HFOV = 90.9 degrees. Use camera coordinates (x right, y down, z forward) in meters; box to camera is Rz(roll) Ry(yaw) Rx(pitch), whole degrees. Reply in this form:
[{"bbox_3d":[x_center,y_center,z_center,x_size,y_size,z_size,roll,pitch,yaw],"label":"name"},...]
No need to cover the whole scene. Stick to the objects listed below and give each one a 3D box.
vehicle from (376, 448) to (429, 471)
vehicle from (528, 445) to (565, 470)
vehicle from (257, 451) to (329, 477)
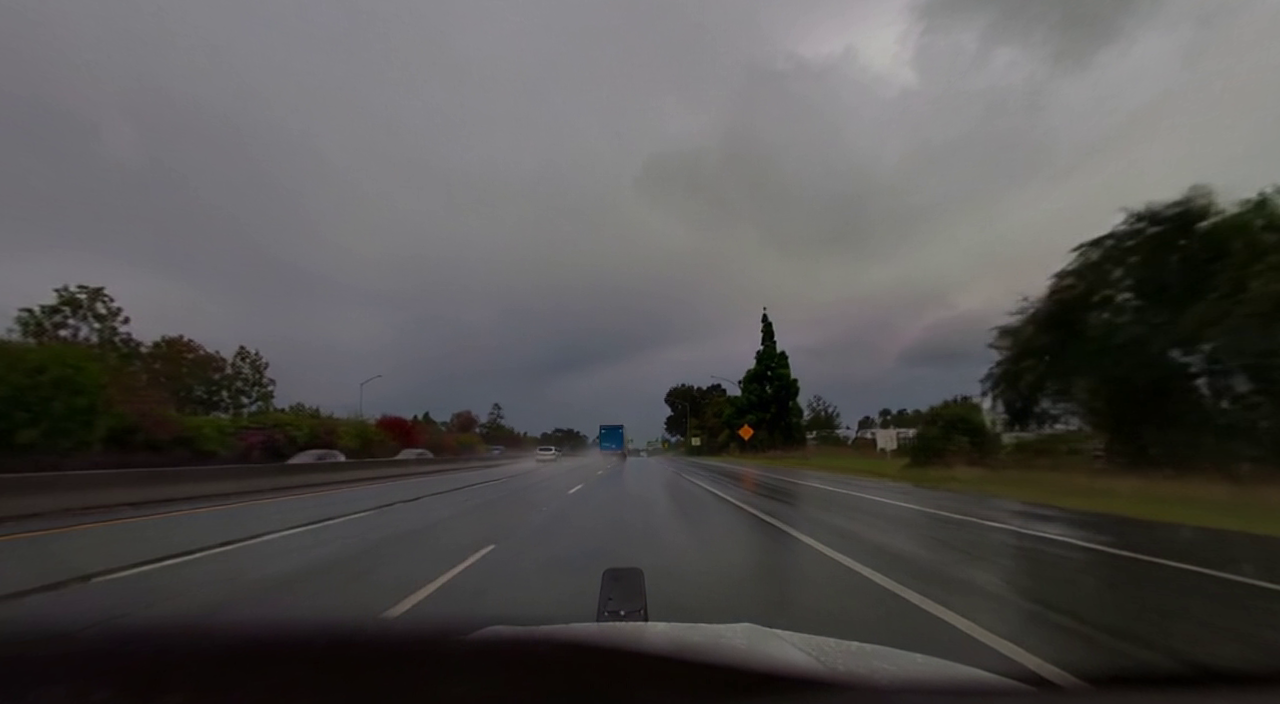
[{"bbox_3d":[-17.485,7.916,46.660,1.993,1.582,4.871,0,-9,0],"label":"vehicle"},{"bbox_3d":[-7.104,8.026,48.223,2.043,1.828,4.436,0,-9,1],"label":"vehicle"},{"bbox_3d":[-21.203,6.827,38.772,1.948,1.457,4.445,0,-9,0],"label":"vehicle"}]
